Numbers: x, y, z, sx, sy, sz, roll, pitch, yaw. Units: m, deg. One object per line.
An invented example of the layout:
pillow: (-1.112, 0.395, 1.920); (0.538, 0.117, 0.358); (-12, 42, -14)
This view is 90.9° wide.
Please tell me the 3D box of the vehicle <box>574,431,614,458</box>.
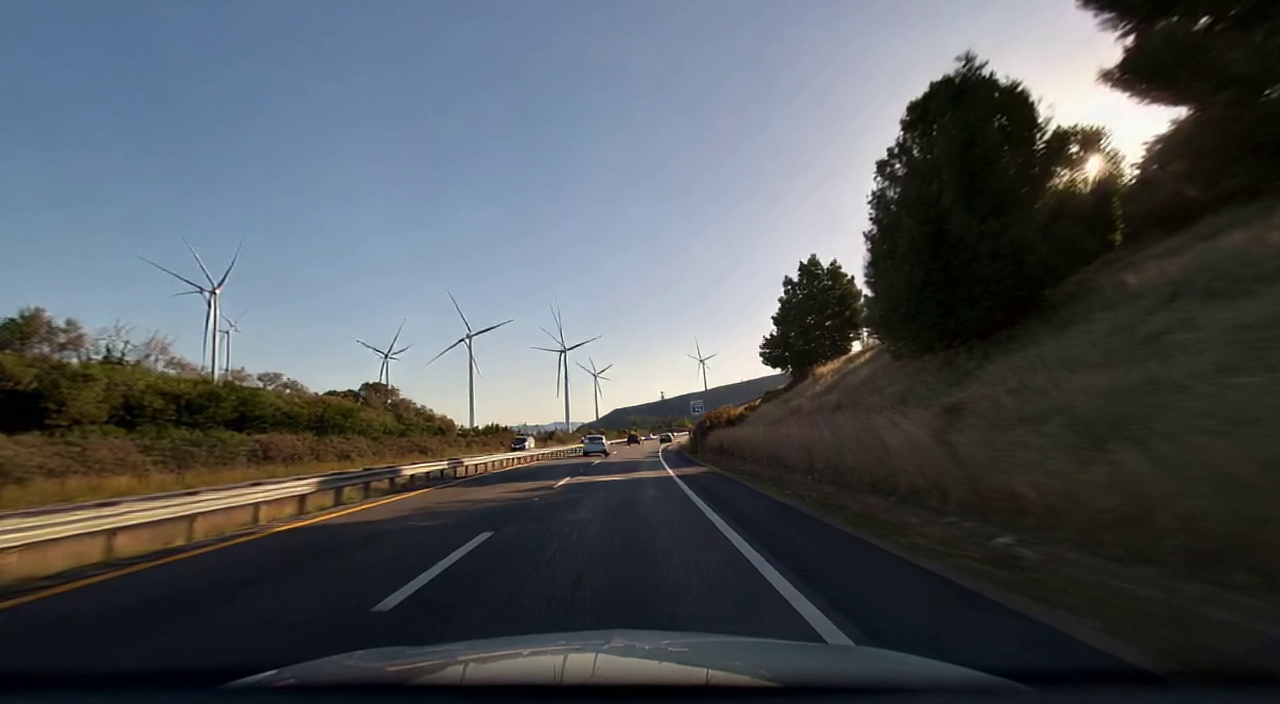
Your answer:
vehicle: (-2.845, 5.855, 40.092); (2.123, 1.629, 4.180); (0, -8, 1)
